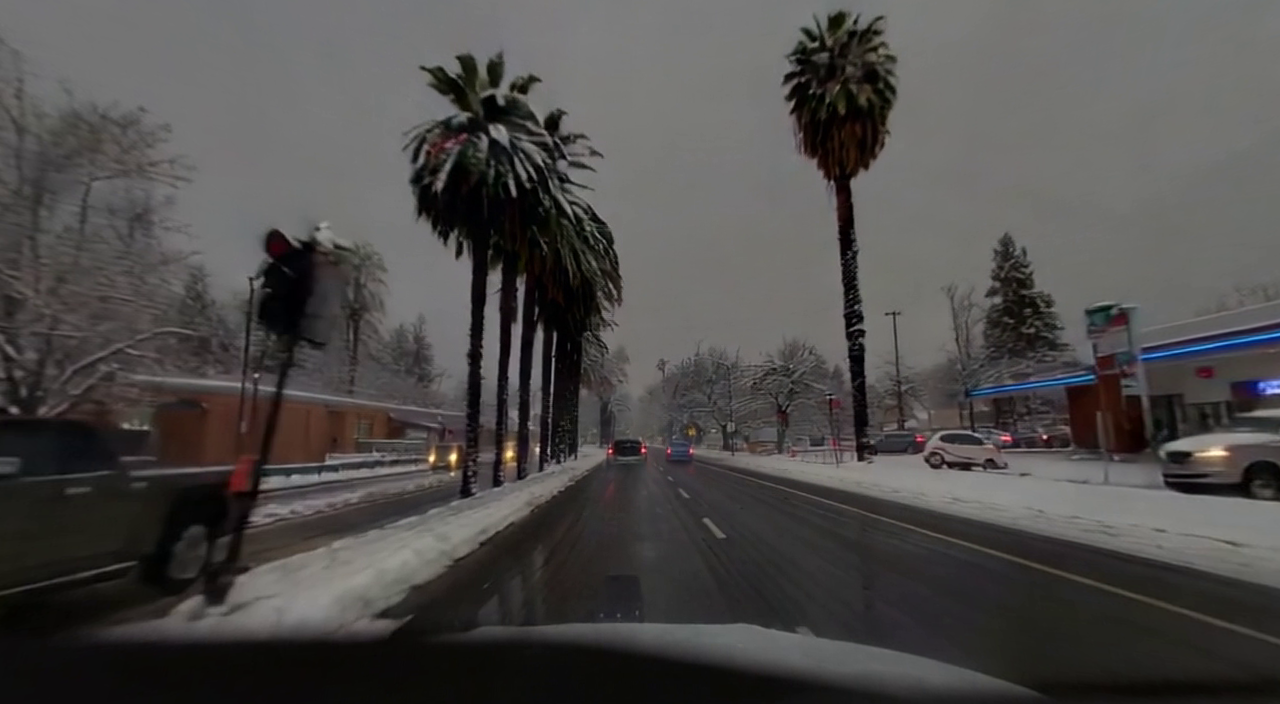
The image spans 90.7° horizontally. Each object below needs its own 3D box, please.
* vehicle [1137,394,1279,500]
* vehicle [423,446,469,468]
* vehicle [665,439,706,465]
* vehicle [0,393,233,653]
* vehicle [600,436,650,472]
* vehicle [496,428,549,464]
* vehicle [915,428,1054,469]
[{"bbox_3d":[13.680,1.864,12.650,5.718,1.911,2.088,0,-9,-2],"label":"vehicle"},{"bbox_3d":[-14.397,7.802,47.213,1.899,1.500,4.521,-1,-9,1],"label":"vehicle"},{"bbox_3d":[2.728,6.099,38.839,2.060,1.471,4.168,0,-9,-1],"label":"vehicle"},{"bbox_3d":[-5.128,1.110,4.100,2.060,1.643,4.359,-1,-9,0],"label":"vehicle"},{"bbox_3d":[-0.693,4.706,29.459,2.160,1.508,4.319,0,-9,-2],"label":"vehicle"},{"bbox_3d":[-8.749,7.117,47.853,2.820,2.454,5.993,-1,-9,0],"label":"vehicle"},{"bbox_3d":[13.570,3.815,25.100,4.360,1.523,1.900,0,-9,-1],"label":"vehicle"}]
